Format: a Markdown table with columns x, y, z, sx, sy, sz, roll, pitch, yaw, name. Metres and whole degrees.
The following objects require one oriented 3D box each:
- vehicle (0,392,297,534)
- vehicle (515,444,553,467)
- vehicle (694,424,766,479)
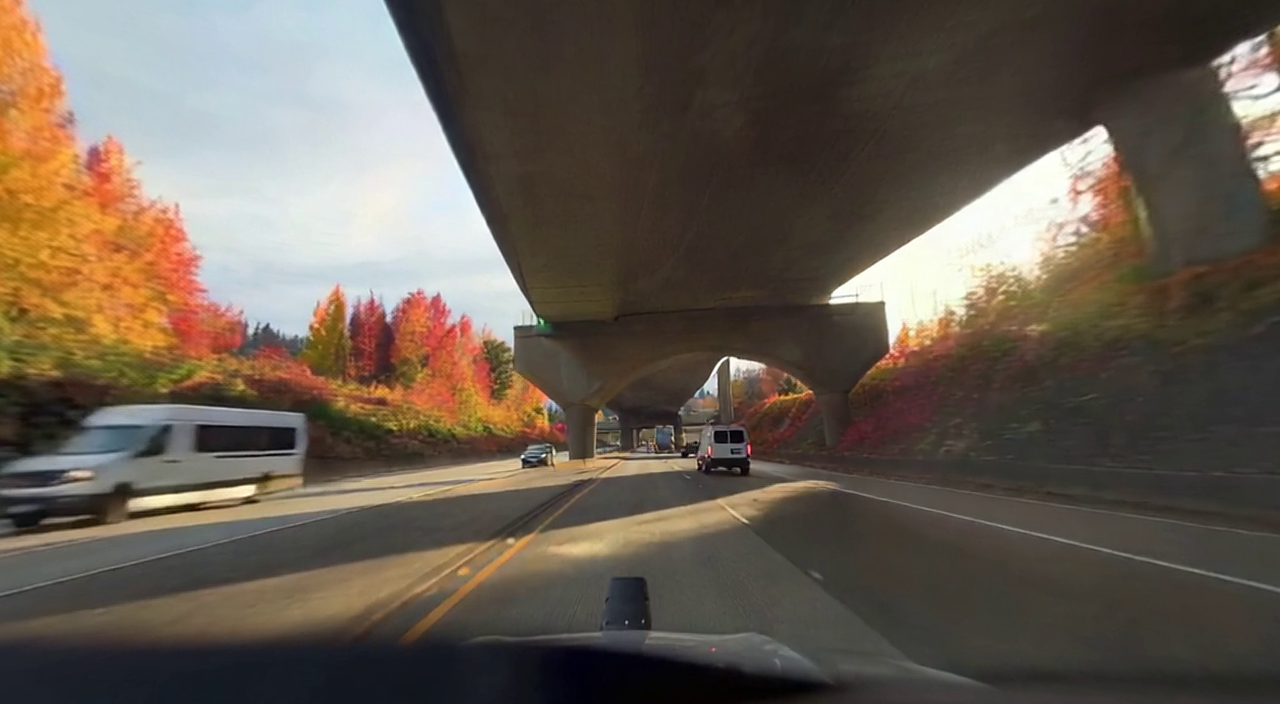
| x | y | z | sx | sy | sz | roll | pitch | yaw | name |
| --- | --- | --- | --- | --- | --- | --- | --- | --- | --- |
| -11.207 | 2.529 | 14.990 | 2.451 | 2.664 | 6.216 | 0 | -8 | 1 | vehicle |
| -7.232 | 7.102 | 43.347 | 1.872 | 1.518 | 4.401 | 0 | -8 | 0 | vehicle |
| 3.726 | 4.230 | 26.966 | 2.291 | 2.112 | 5.052 | 0 | -8 | 0 | vehicle |
